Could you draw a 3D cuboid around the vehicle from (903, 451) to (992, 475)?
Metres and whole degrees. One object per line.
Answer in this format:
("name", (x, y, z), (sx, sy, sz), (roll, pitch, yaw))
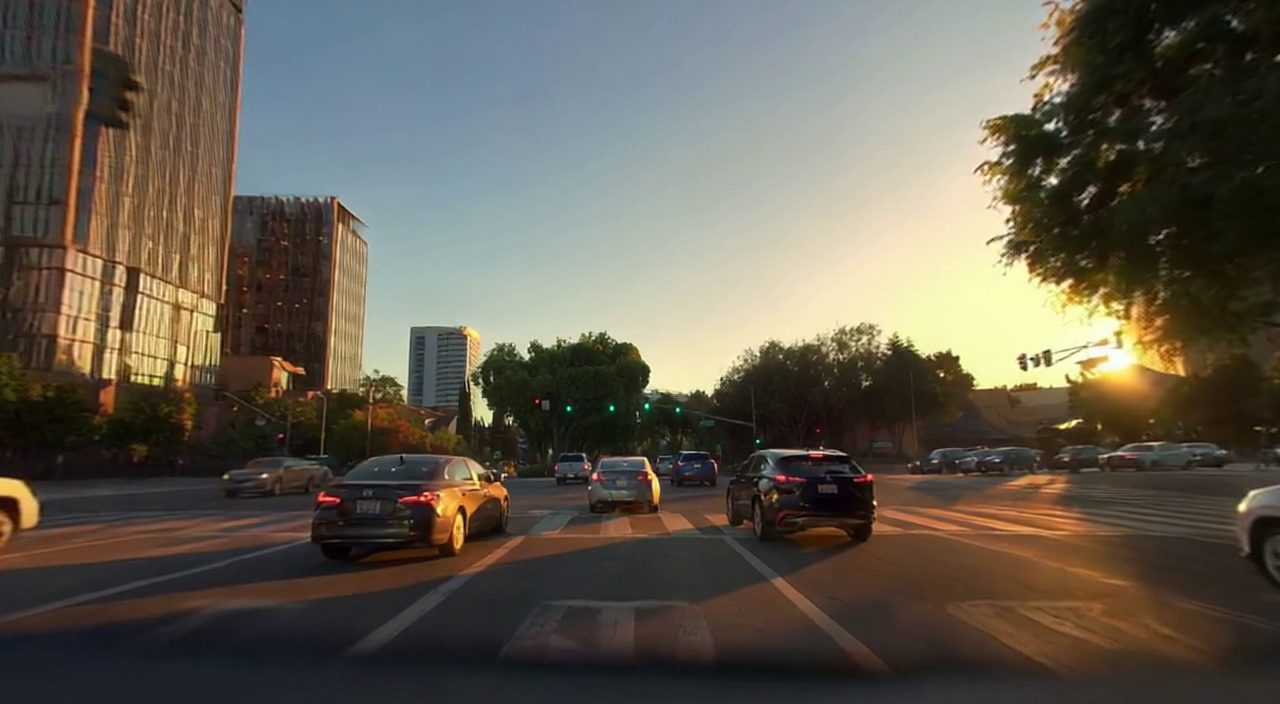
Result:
("vehicle", (19.319, 6.985, 39.835), (4.620, 1.446, 1.950), (0, -8, -3))

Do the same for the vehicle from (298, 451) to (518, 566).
("vehicle", (-3.501, 2.419, 10.638), (2.045, 1.463, 4.490), (0, -8, 0))

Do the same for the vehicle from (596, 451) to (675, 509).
("vehicle", (-0.170, 3.714, 18.742), (2.098, 1.461, 3.958), (0, -8, -1))

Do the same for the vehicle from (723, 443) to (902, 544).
("vehicle", (3.044, 2.597, 12.480), (1.996, 1.566, 4.917), (0, -8, -2))

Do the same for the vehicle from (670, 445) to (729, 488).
("vehicle", (2.628, 5.179, 29.062), (2.138, 1.778, 4.422), (0, -8, -2))

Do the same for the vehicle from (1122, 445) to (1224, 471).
("vehicle", (31.055, 6.148, 36.896), (4.357, 1.444, 1.783), (0, -8, -2))

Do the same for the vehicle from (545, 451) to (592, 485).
("vehicle", (-3.817, 6.267, 34.449), (2.033, 1.714, 4.278), (0, -8, 0))

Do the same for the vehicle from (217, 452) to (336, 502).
("vehicle", (-14.533, 4.966, 25.628), (2.126, 1.785, 4.534), (0, -8, 0))

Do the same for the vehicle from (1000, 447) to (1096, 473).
("vehicle", (23.691, 6.254, 36.747), (4.255, 1.465, 1.936), (0, -9, -3))
